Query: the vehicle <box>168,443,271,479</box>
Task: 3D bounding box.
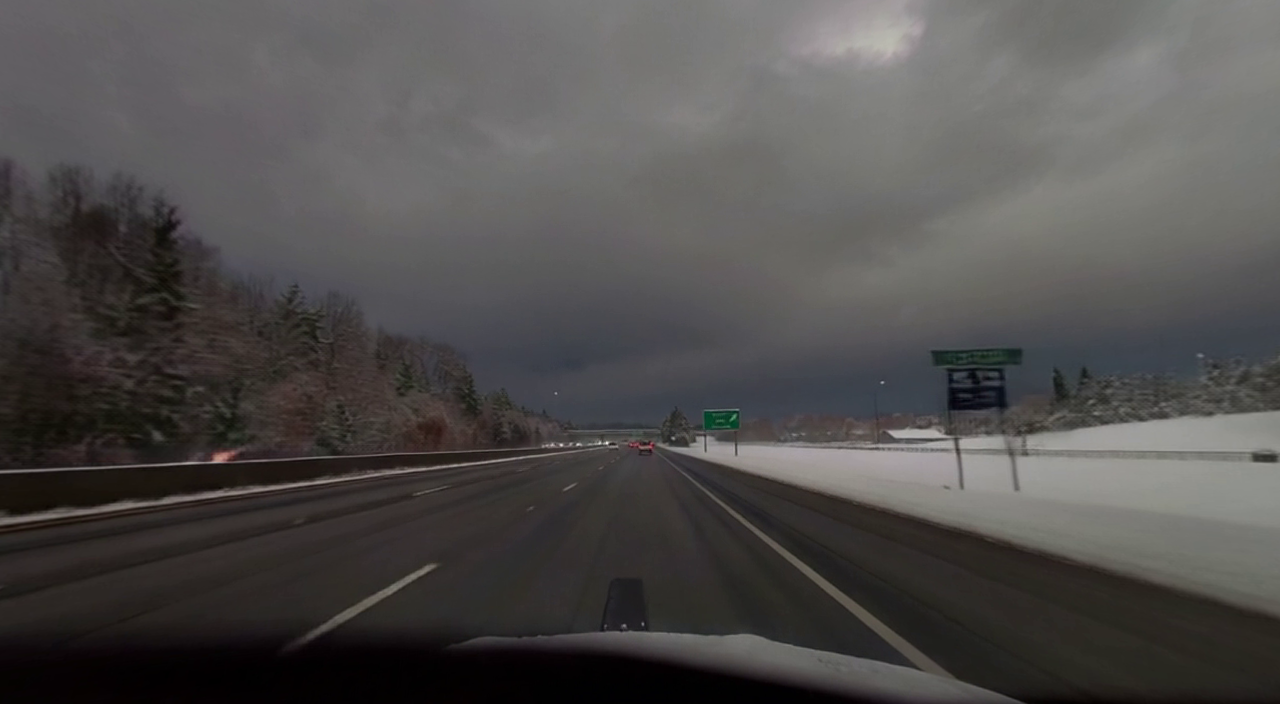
[{"bbox_3d":[-20.444,5.288,30.839,1.932,1.596,4.588,0,-8,-1],"label":"vehicle"}]
